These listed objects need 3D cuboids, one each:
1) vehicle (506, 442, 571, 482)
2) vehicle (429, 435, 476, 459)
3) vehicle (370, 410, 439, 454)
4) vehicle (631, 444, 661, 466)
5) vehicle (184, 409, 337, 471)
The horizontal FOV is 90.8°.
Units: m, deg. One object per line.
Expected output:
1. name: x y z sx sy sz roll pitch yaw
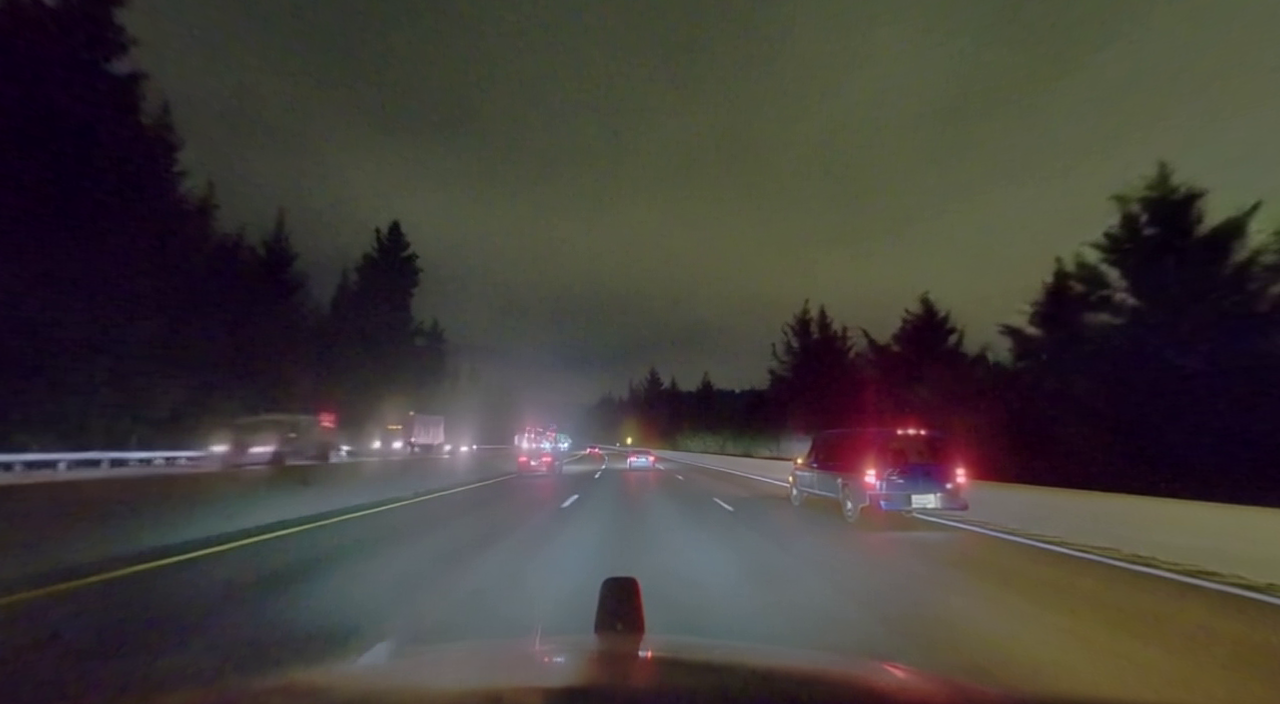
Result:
1. vehicle: -4.185 4.600 26.704 2.054 1.500 4.469 0 -8 0
2. vehicle: -13.213 6.767 44.840 1.988 1.578 4.686 0 -8 -1
3. vehicle: -18.186 6.353 49.335 2.562 3.155 7.175 0 -9 0
4. vehicle: 0.380 7.422 45.530 2.008 1.499 3.192 0 -8 -2
5. vehicle: -12.868 3.071 21.901 2.240 1.873 4.906 0 -9 0
